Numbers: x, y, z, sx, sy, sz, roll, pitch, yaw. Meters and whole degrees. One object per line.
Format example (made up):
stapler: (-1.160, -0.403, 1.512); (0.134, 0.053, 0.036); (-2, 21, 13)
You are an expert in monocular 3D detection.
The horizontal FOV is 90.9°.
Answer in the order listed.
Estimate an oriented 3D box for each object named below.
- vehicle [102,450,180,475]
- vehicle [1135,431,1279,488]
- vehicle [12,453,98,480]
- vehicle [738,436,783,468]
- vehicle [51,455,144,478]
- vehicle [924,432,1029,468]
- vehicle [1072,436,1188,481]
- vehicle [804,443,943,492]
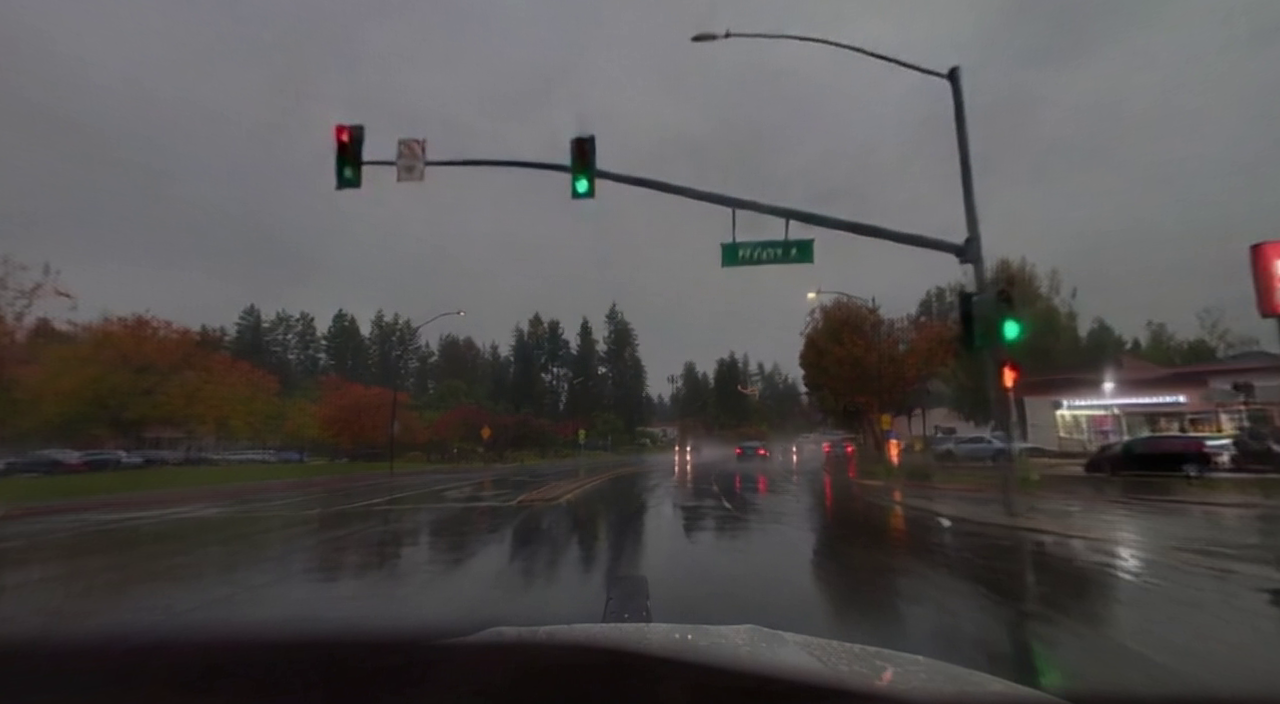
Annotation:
vehicle: (-36.963, 8.188, 46.897); (2.143, 1.624, 4.728); (2, -8, -4)
vehicle: (20.217, 3.727, 22.204); (4.707, 1.790, 2.357); (4, -9, -25)
vehicle: (-42.276, 8.258, 45.698); (1.983, 1.730, 4.577); (0, -9, -4)
vehicle: (7.244, 5.933, 37.501); (2.311, 1.715, 4.287); (-2, -9, 14)
vehicle: (-39.513, 8.336, 46.119); (2.379, 1.472, 5.175); (0, -9, -4)
vehicle: (18.204, 5.334, 34.372); (4.557, 1.825, 2.350); (-3, -9, 15)
vehicle: (19.006, 4.087, 24.435); (4.135, 1.580, 1.908); (4, -10, -28)
vehicle: (7.784, 3.856, 21.537); (1.938, 1.466, 4.434); (3, -9, -20)
